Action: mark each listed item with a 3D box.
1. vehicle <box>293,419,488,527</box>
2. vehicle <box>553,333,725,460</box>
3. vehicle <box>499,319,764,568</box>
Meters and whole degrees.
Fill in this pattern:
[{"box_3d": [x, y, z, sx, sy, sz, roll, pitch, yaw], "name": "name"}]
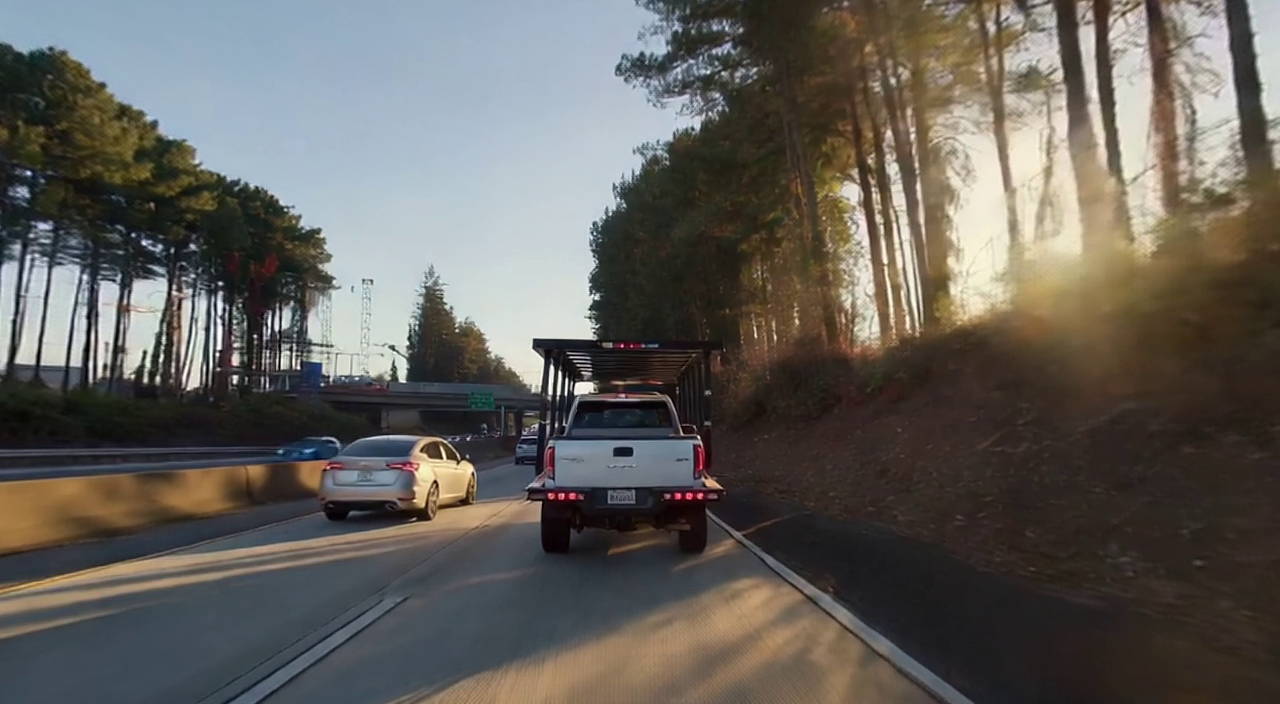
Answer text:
[{"box_3d": [-4.438, 2.226, 12.177, 2.057, 1.665, 4.572, 0, -9, -3], "name": "vehicle"}, {"box_3d": [-0.136, 0.909, 10.345, 2.156, 1.604, 4.680, 0, -9, -3], "name": "vehicle"}, {"box_3d": [-0.300, 1.708, 11.863, 2.735, 2.597, 10.435, 0, -9, -2], "name": "vehicle"}]
